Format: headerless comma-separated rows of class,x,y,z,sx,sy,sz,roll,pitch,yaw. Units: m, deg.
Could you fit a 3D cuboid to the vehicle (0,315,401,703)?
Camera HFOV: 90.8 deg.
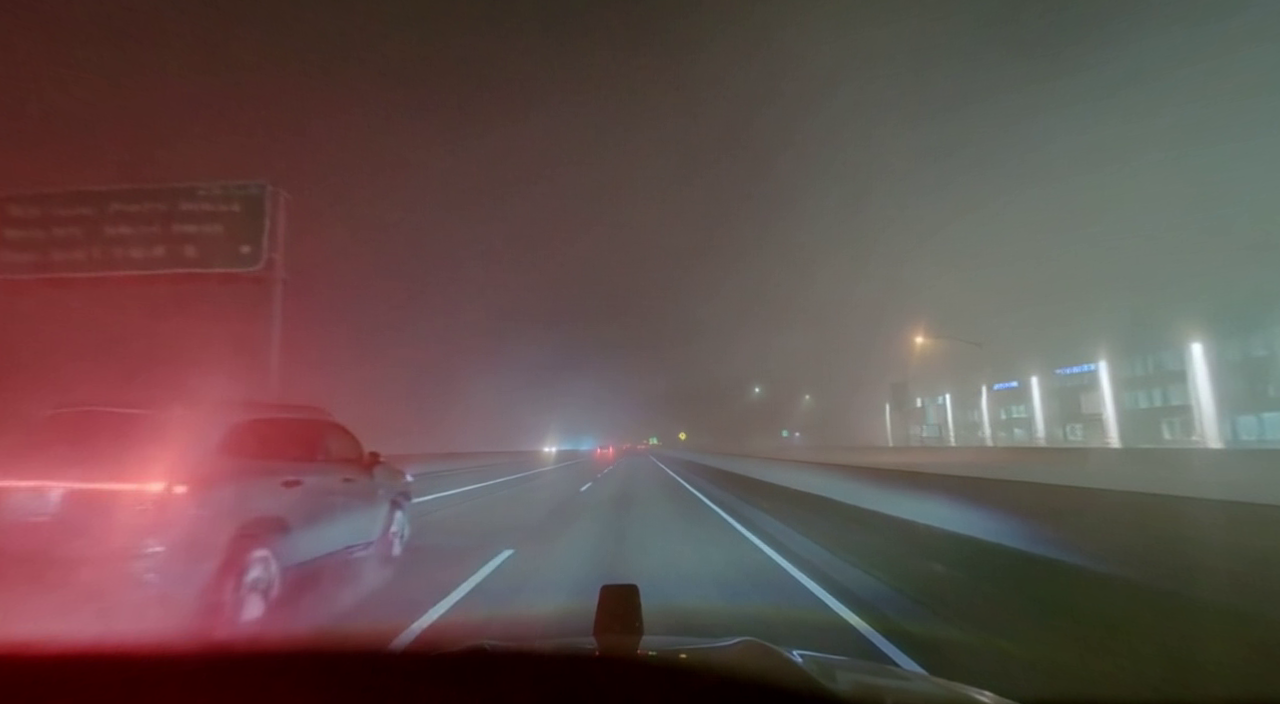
vehicle,-3.650,1.020,4.216,2.145,1.828,4.867,0,-8,1
